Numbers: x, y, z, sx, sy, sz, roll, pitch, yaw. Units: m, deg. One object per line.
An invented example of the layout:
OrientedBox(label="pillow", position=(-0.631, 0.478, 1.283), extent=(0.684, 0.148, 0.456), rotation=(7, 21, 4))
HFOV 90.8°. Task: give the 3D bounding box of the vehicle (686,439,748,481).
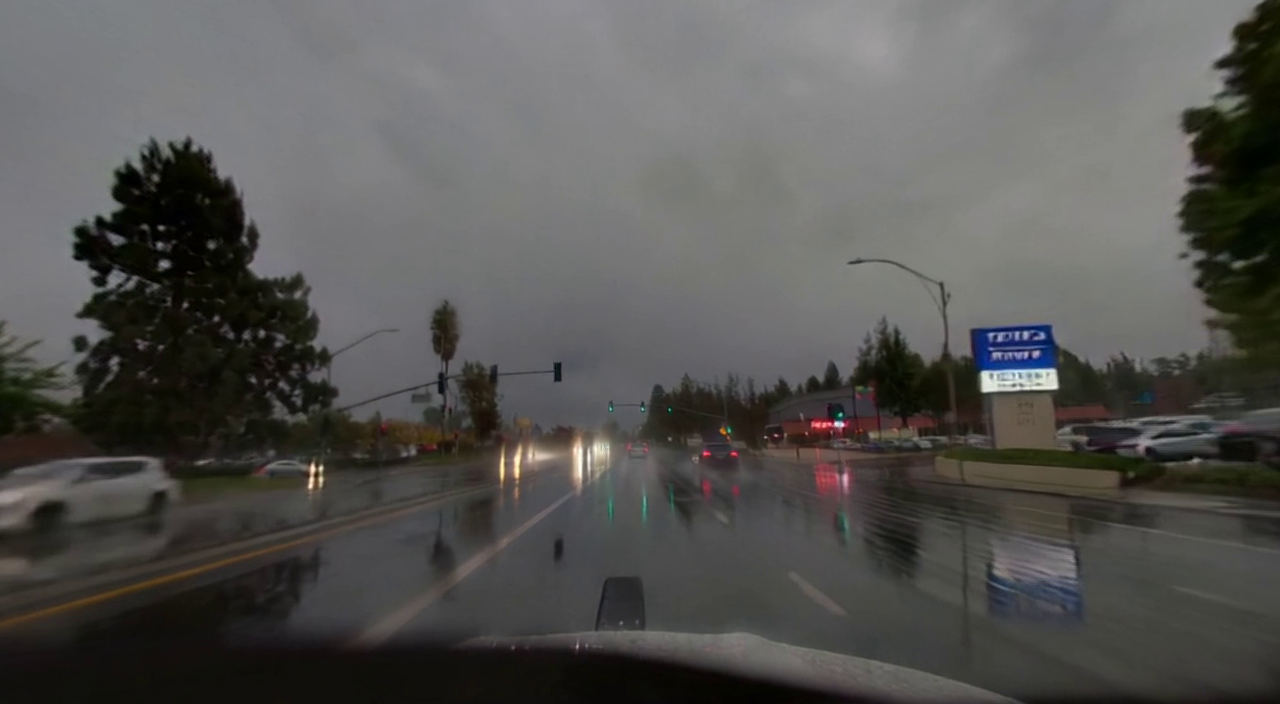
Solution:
OrientedBox(label="vehicle", position=(3.273, 4.691, 27.641), extent=(2.022, 1.643, 4.326), rotation=(0, -9, -2))

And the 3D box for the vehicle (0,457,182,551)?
OrientedBox(label="vehicle", position=(-11.798, 2.964, 12.912), extent=(1.886, 1.524, 4.027), rotation=(0, -9, -1))

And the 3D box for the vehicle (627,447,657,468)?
OrientedBox(label="vehicle", position=(0.090, 7.849, 47.249), extent=(2.135, 1.468, 4.076), rotation=(0, -9, -1))
